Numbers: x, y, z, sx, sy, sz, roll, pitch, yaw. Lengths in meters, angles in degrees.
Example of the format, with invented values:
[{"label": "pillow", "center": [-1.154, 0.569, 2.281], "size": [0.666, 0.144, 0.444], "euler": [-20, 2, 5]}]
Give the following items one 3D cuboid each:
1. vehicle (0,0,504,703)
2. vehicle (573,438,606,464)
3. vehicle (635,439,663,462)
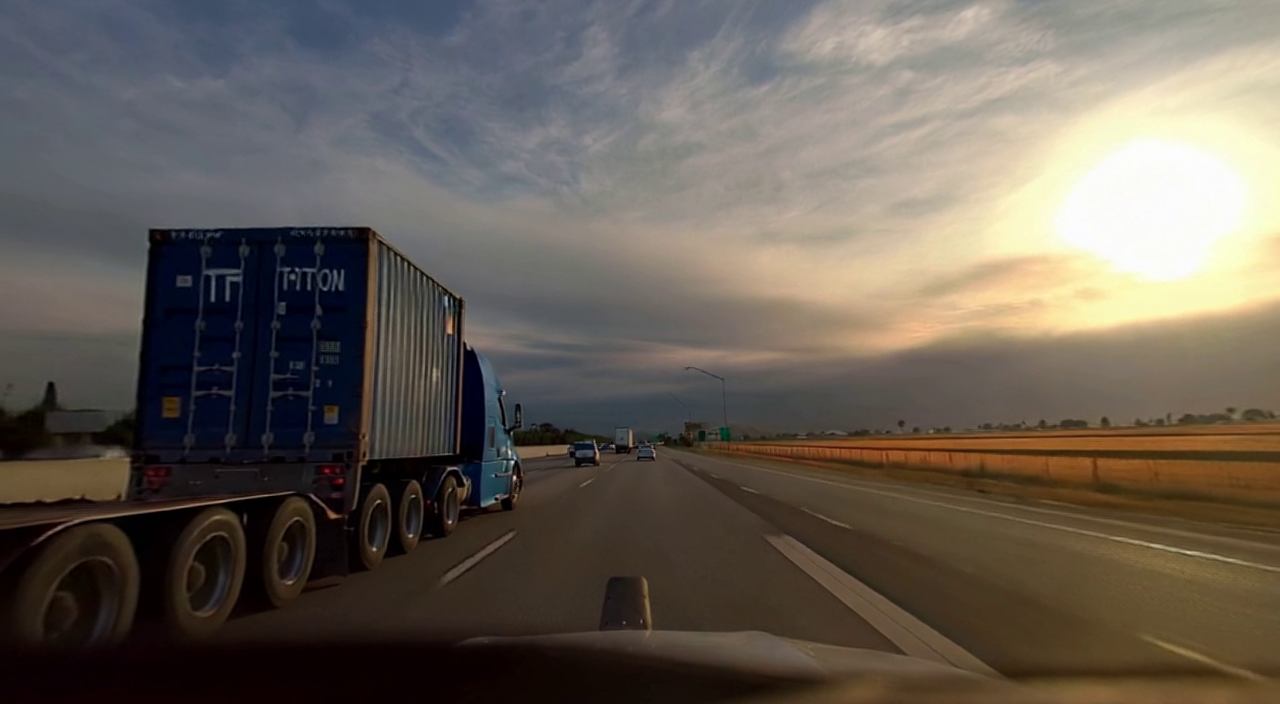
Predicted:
[{"label": "vehicle", "center": [-3.969, -0.034, 4.111], "size": [2.840, 4.032, 13.388], "euler": [0, -8, 2]}, {"label": "vehicle", "center": [-3.556, 7.082, 45.339], "size": [1.995, 1.745, 4.187], "euler": [0, -8, 1]}, {"label": "vehicle", "center": [0.677, 7.761, 49.785], "size": [2.136, 1.718, 4.157], "euler": [0, -8, 0]}]
